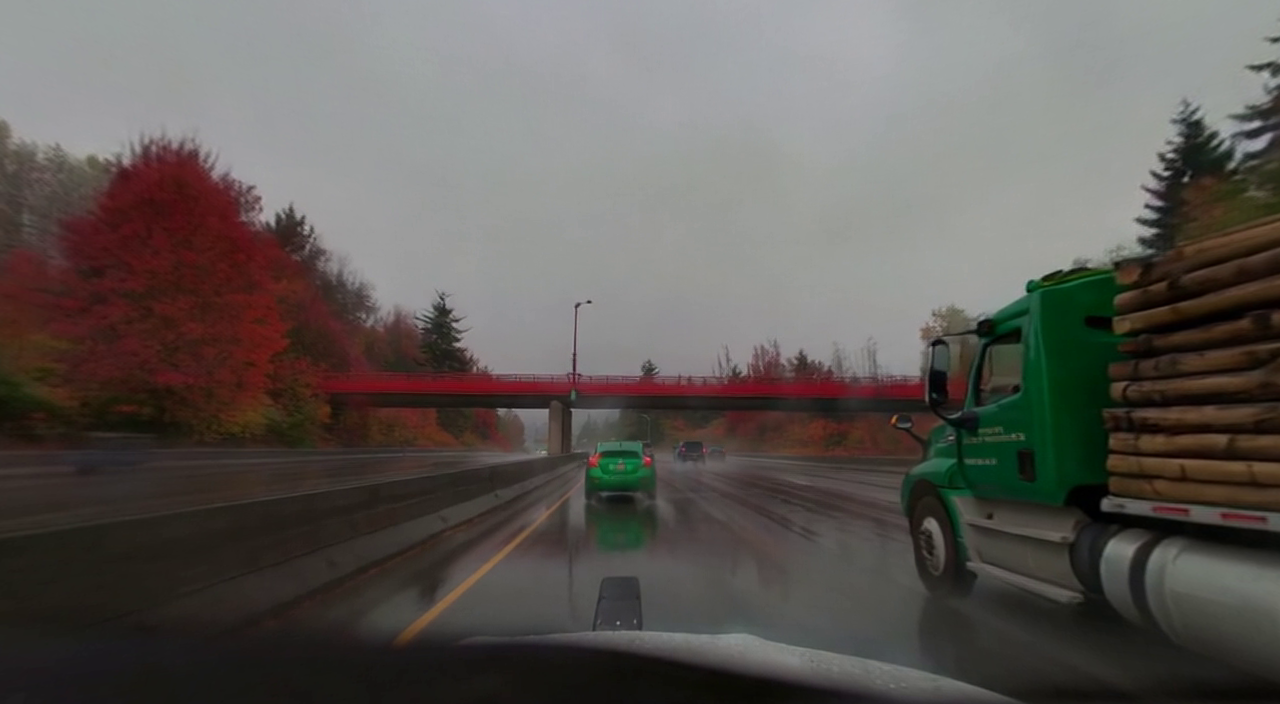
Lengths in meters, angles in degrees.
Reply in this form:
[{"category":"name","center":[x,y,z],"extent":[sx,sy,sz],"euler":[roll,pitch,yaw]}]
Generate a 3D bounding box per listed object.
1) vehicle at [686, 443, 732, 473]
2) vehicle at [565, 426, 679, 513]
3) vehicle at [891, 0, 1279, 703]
[{"category":"vehicle","center":[3.690,5.714,34.021],"extent":[1.894,1.487,3.751],"euler":[0,-9,-2]},{"category":"vehicle","center":[-0.370,2.662,14.574],"extent":[2.259,1.699,4.015],"euler":[0,-9,0]},{"category":"vehicle","center":[4.191,-0.291,1.960],"extent":[2.992,3.920,8.831],"euler":[0,-9,0]}]
